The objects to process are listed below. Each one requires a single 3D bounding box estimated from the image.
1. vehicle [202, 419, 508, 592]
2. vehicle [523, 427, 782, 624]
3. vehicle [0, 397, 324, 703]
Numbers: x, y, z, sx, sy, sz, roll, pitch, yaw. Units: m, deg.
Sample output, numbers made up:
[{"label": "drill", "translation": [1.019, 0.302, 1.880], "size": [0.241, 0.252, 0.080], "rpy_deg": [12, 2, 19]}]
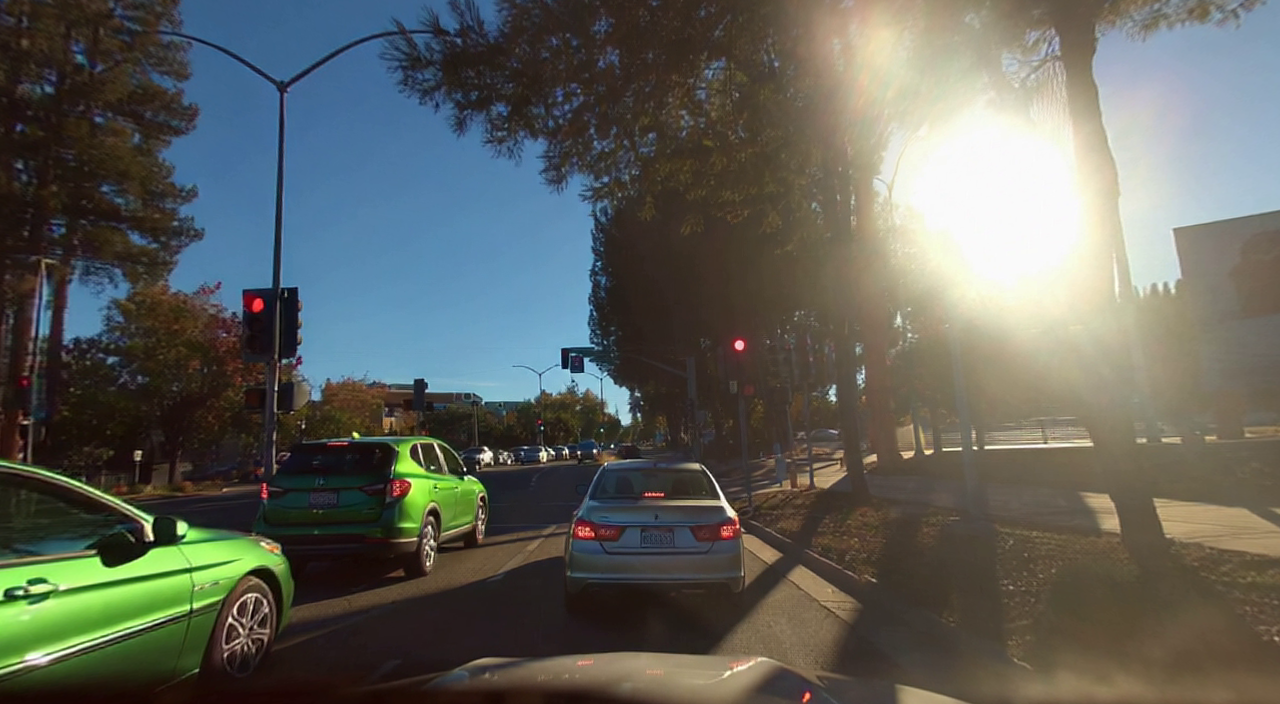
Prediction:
[{"label": "vehicle", "translation": [-3.171, 1.791, 8.140], "size": [1.950, 1.628, 4.082], "rpy_deg": [-1, -9, 1]}, {"label": "vehicle", "translation": [0.030, 1.596, 6.627], "size": [1.977, 1.467, 3.474], "rpy_deg": [0, -9, -2]}, {"label": "vehicle", "translation": [-3.151, 0.963, 2.414], "size": [1.808, 1.520, 3.846], "rpy_deg": [-1, -9, 1]}]
